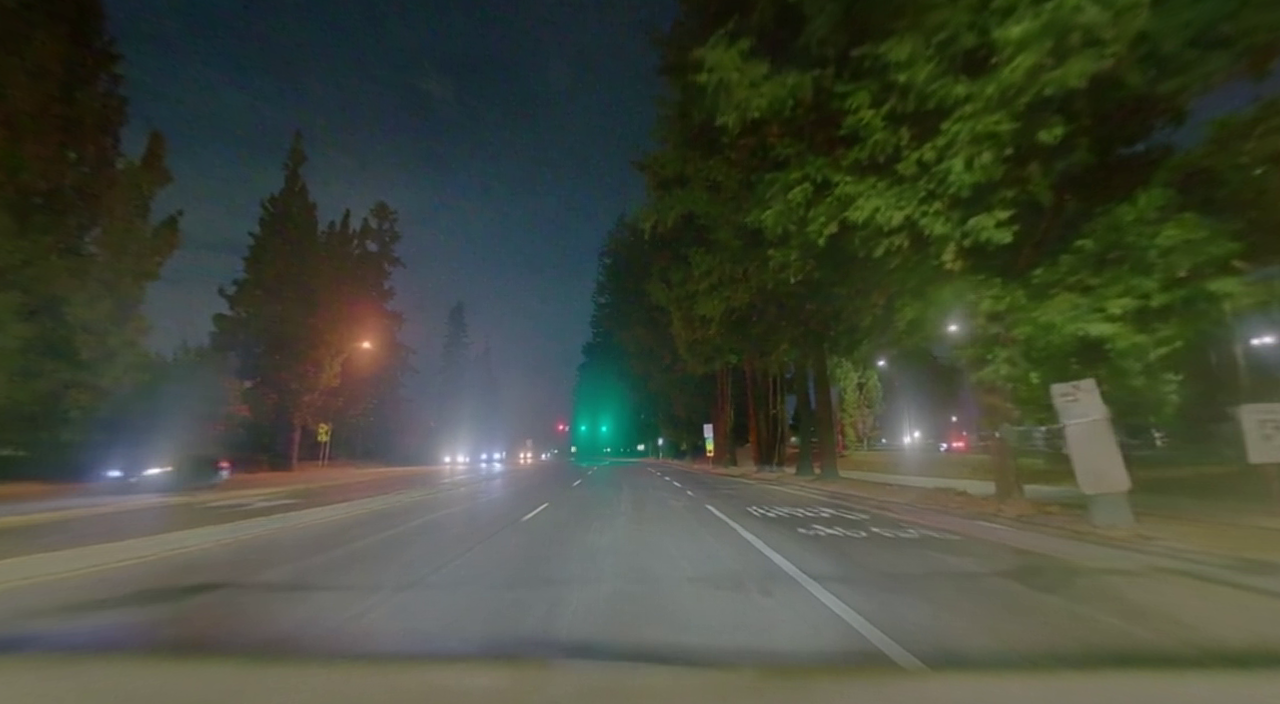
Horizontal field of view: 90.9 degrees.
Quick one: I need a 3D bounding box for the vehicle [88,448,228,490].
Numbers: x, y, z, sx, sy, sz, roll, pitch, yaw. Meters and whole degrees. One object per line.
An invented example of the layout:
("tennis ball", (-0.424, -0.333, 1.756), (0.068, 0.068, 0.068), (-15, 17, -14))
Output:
("vehicle", (-19.656, 4.748, 26.039), (2.099, 1.504, 4.721), (0, -8, -1))
